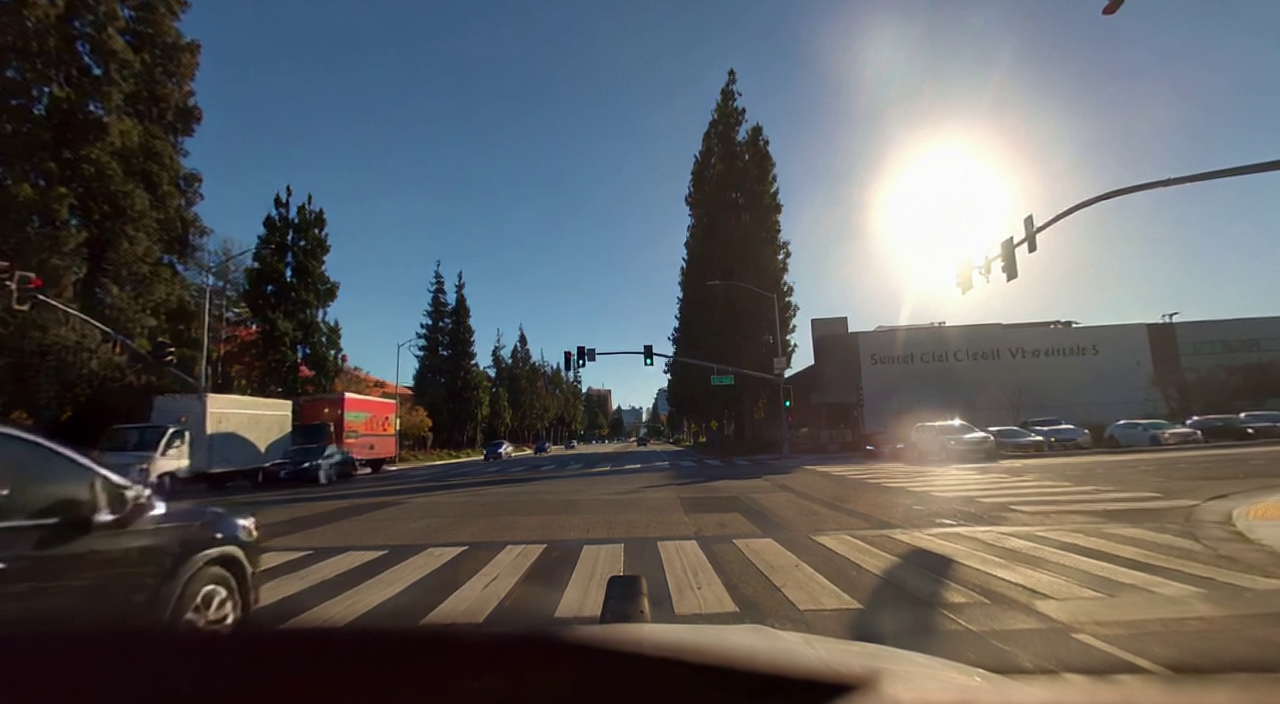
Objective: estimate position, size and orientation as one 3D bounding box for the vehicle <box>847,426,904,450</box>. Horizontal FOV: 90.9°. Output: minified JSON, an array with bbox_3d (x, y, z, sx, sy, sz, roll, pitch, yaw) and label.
[{"bbox_3d":[17.190,6.322,46.155,3.329,1.415,1.821,-6,-9,2],"label":"vehicle"}]

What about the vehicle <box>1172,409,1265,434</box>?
[{"bbox_3d":[38.419,4.678,42.034,1.715,1.480,4.701,0,-8,-1],"label":"vehicle"}]

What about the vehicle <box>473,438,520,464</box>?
[{"bbox_3d":[-9.271,6.424,41.098,2.026,1.616,4.199,0,-8,1],"label":"vehicle"}]

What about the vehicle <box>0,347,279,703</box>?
[{"bbox_3d":[-3.367,0.740,1.845,1.934,1.649,4.490,0,-8,0],"label":"vehicle"}]

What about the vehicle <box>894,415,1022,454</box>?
[{"bbox_3d":[13.988,3.660,27.911,4.566,1.670,2.000,0,-8,-2],"label":"vehicle"}]

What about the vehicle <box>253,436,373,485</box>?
[{"bbox_3d":[-12.189,4.057,23.927,2.181,1.653,4.468,0,-8,0],"label":"vehicle"}]

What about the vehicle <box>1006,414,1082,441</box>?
[{"bbox_3d":[26.305,4.974,41.240,2.011,1.656,4.163,0,-8,-3],"label":"vehicle"}]

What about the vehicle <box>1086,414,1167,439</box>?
[{"bbox_3d":[31.360,4.828,40.754,1.823,1.480,4.003,0,-8,-4],"label":"vehicle"}]
